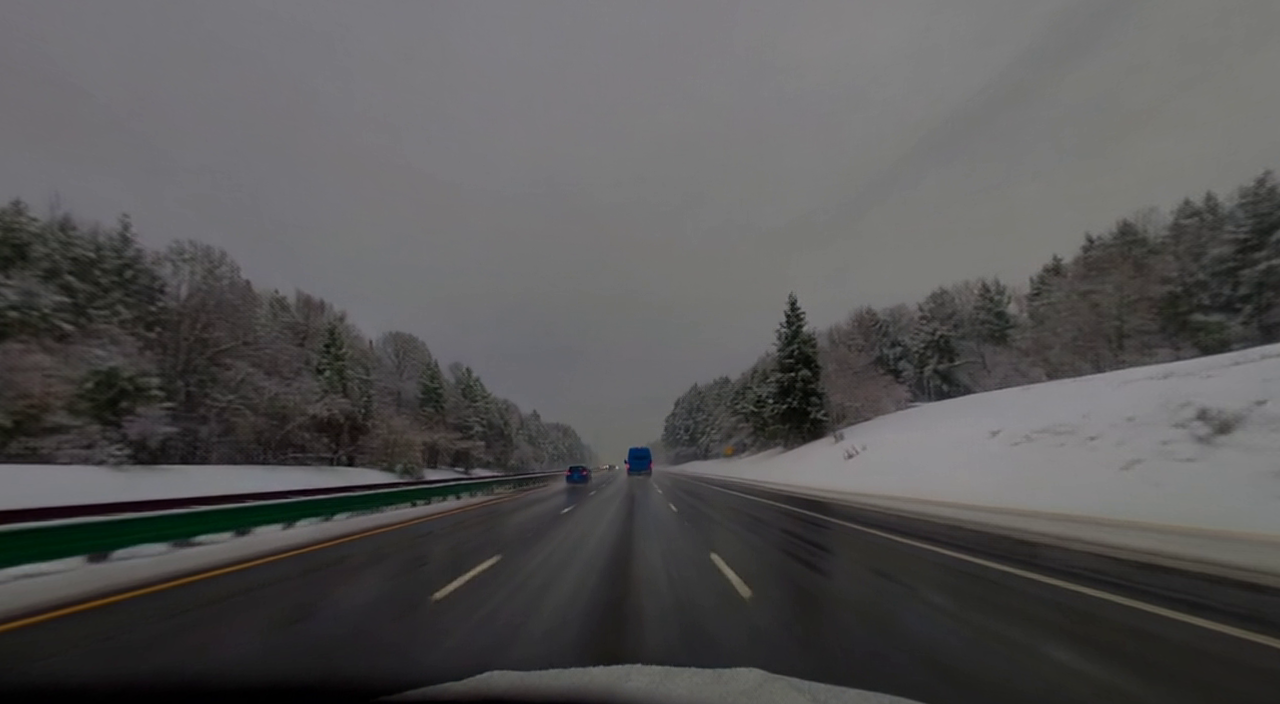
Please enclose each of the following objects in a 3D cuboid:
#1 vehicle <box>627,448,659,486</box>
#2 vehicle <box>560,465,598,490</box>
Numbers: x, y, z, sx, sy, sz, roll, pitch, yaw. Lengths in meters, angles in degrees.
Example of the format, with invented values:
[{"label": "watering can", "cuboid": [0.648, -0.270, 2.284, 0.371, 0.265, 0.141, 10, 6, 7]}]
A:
[{"label": "vehicle", "cuboid": [0.179, 9.096, 49.669, 2.382, 2.752, 5.333, 1, -11, -1]}, {"label": "vehicle", "cuboid": [-3.826, 7.935, 40.006, 2.038, 1.490, 4.391, 1, -11, -1]}]
